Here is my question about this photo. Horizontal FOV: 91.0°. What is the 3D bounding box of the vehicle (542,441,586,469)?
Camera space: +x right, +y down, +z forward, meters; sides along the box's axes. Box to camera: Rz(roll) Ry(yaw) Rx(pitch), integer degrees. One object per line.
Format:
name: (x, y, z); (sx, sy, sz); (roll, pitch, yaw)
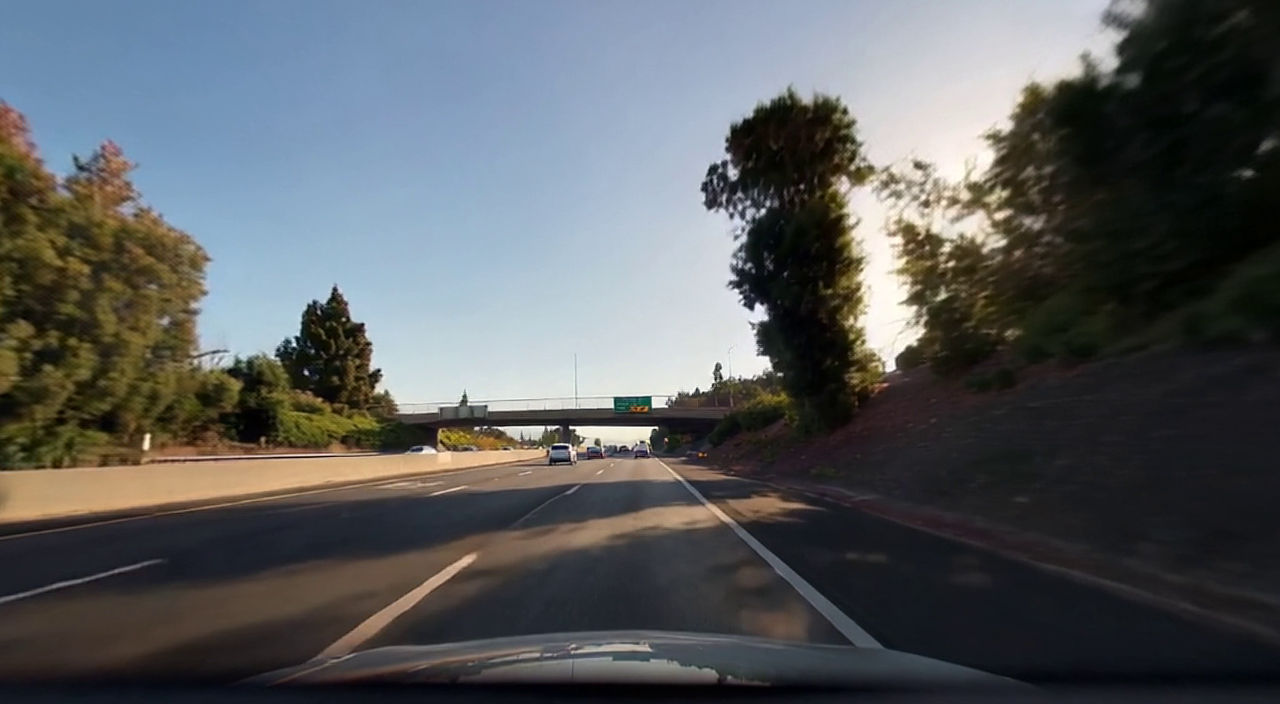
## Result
vehicle: (-4.464, 6.155, 37.724); (1.916, 1.545, 4.757); (0, -8, 1)
